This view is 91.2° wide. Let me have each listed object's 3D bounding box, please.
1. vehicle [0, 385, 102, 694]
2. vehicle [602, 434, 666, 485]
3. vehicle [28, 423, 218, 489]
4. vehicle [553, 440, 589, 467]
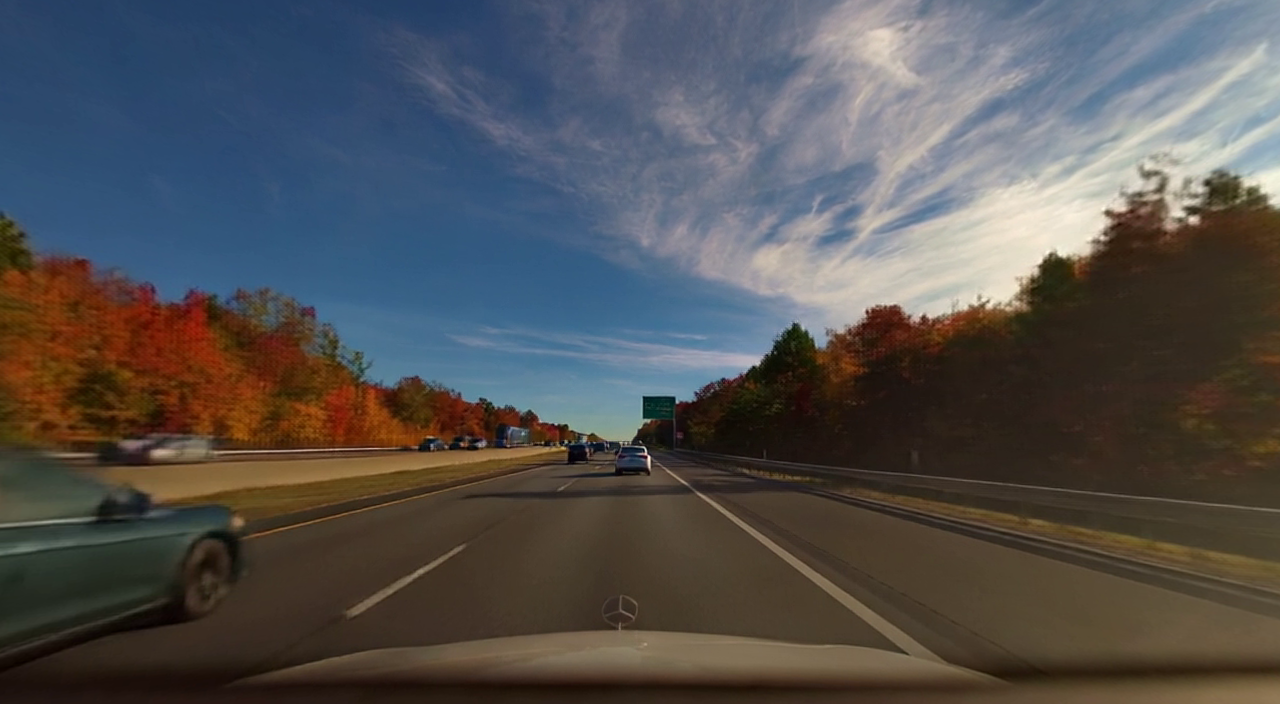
[{"bbox_3d":[-4.332,0.708,1.459,1.931,1.603,4.739,-1,-9,0],"label":"vehicle"},{"bbox_3d":[-0.227,3.888,22.845,2.115,1.661,4.049,0,-9,-1],"label":"vehicle"},{"bbox_3d":[-13.565,2.773,16.846,1.800,1.517,4.110,0,-9,-5],"label":"vehicle"},{"bbox_3d":[-4.737,7.058,43.639,1.974,1.688,4.727,0,-9,-1],"label":"vehicle"}]
